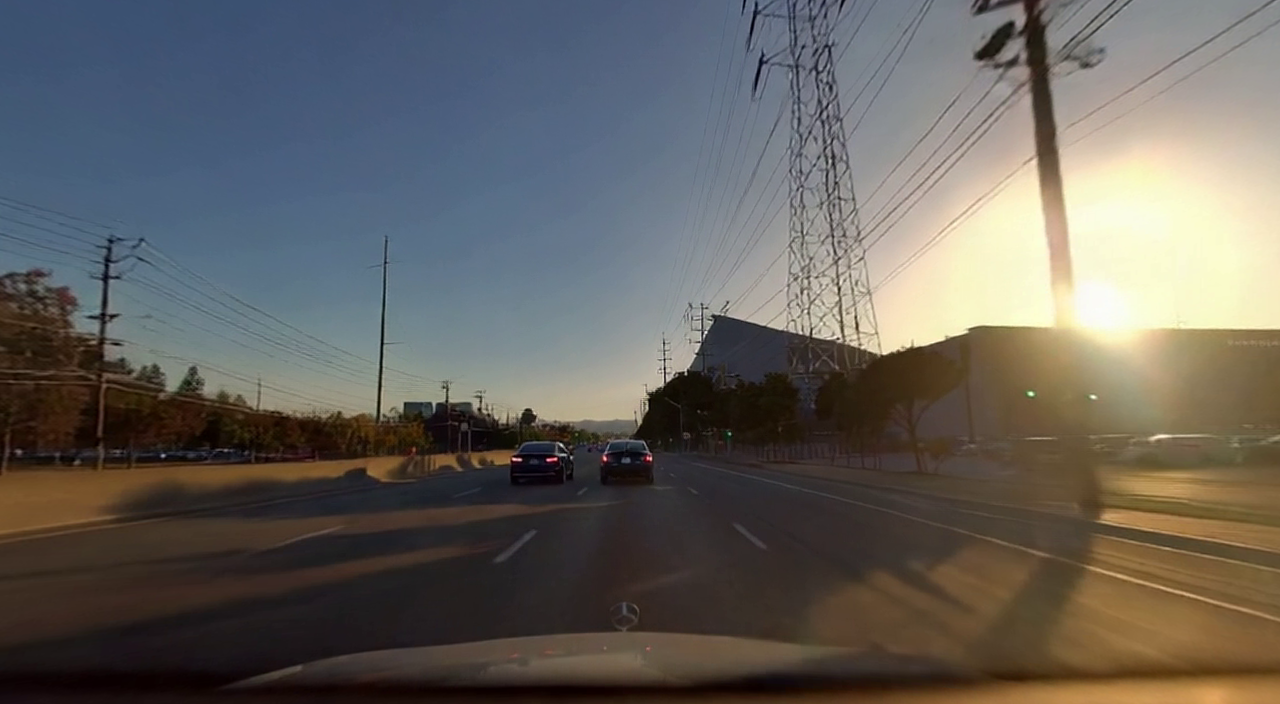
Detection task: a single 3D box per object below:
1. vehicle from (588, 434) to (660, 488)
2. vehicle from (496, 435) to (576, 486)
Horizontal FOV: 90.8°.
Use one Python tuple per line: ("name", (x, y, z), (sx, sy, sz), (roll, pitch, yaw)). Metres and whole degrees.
("vehicle", (-0.497, 3.670, 21.574), (2.189, 1.652, 4.135), (0, -9, 0))
("vehicle", (-3.591, 3.866, 22.757), (1.985, 1.607, 4.892), (0, -9, 1))
